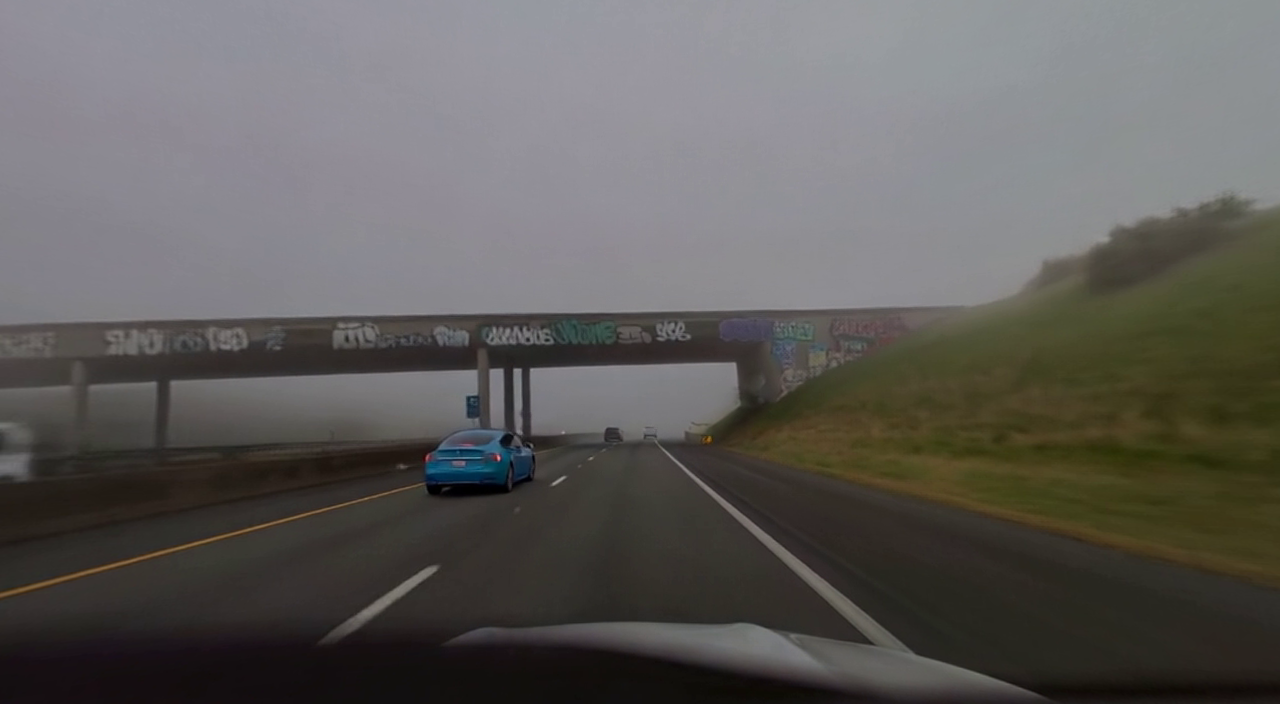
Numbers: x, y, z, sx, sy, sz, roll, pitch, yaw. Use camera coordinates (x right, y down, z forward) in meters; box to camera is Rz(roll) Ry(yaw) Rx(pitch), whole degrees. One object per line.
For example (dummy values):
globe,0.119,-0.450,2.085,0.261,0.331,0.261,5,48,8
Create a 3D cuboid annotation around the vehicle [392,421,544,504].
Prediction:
vehicle,-3.620,2.412,14.278,2.108,1.555,4.574,0,-8,1
